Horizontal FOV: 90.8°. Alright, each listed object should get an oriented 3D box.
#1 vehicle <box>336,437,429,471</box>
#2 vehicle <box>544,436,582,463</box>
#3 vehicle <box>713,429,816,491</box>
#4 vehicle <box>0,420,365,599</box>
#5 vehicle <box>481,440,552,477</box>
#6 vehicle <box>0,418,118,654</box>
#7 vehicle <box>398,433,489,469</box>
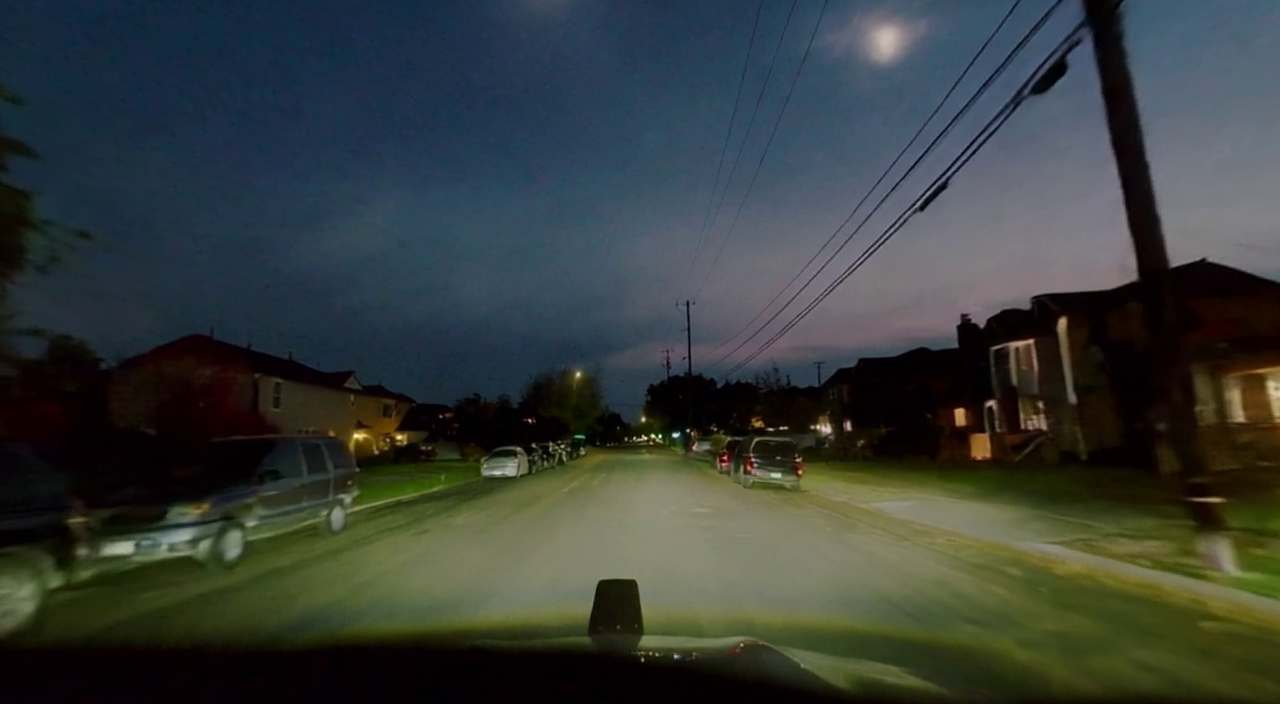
[{"bbox_3d":[-15.727,6.210,38.677,4.747,1.899,2.181,-1,-7,13],"label":"vehicle"},{"bbox_3d":[-5.657,7.238,46.806,2.118,1.753,4.377,-4,-9,1],"label":"vehicle"},{"bbox_3d":[3.736,3.318,19.878,2.247,1.618,4.655,2,-8,0],"label":"vehicle"},{"bbox_3d":[-5.852,1.993,8.936,1.989,1.756,4.378,-4,-8,0],"label":"vehicle"},{"bbox_3d":[-5.731,5.021,29.904,2.199,1.439,4.757,-4,-9,2],"label":"vehicle"},{"bbox_3d":[-5.812,1.239,3.733,2.035,1.736,3.955,-2,-10,0],"label":"vehicle"},{"bbox_3d":[-12.635,6.434,40.903,5.096,2.213,2.354,1,-10,-3],"label":"vehicle"}]
